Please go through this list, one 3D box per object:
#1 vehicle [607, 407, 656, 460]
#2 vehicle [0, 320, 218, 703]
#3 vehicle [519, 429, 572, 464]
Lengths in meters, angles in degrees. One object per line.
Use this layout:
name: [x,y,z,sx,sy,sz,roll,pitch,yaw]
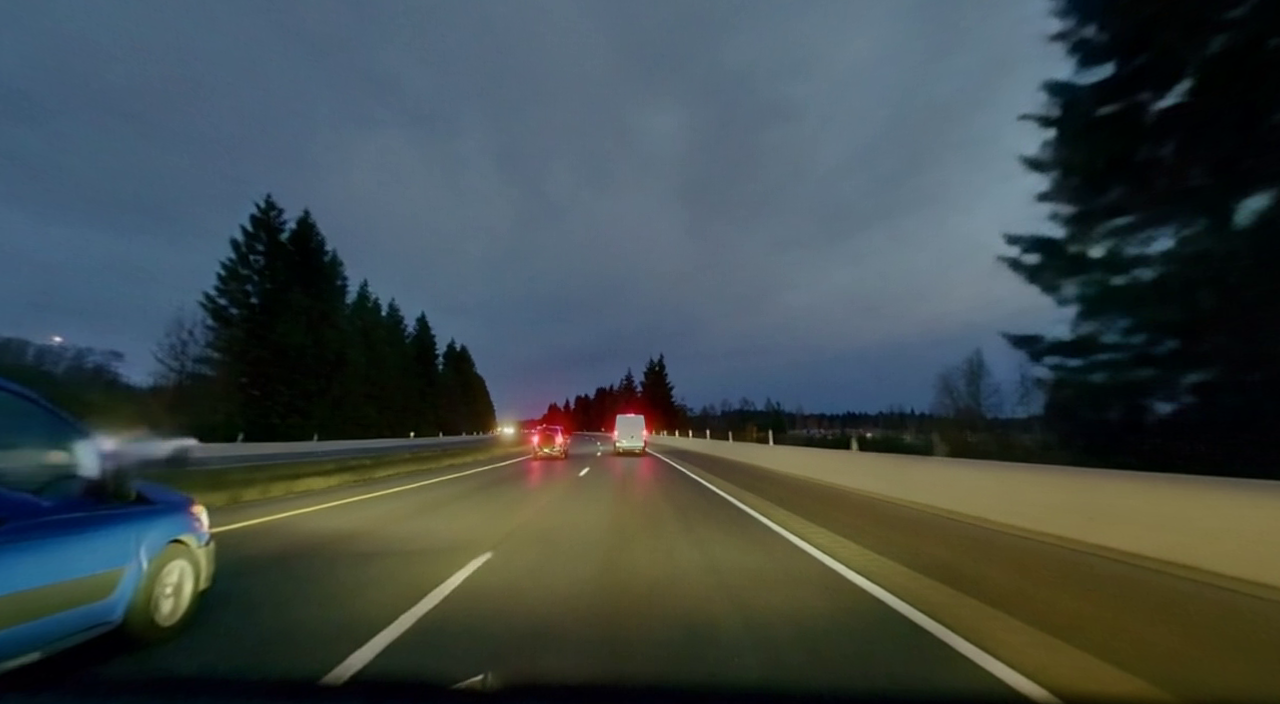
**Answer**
vehicle: [-0.628,4.884,37.546,2.647,2.896,6.480,0,-8,-3]
vehicle: [-3.811,0.603,1.721,2.069,1.751,4.720,0,-8,-1]
vehicle: [-4.725,4.782,32.012,2.110,1.636,4.453,0,-8,-1]
